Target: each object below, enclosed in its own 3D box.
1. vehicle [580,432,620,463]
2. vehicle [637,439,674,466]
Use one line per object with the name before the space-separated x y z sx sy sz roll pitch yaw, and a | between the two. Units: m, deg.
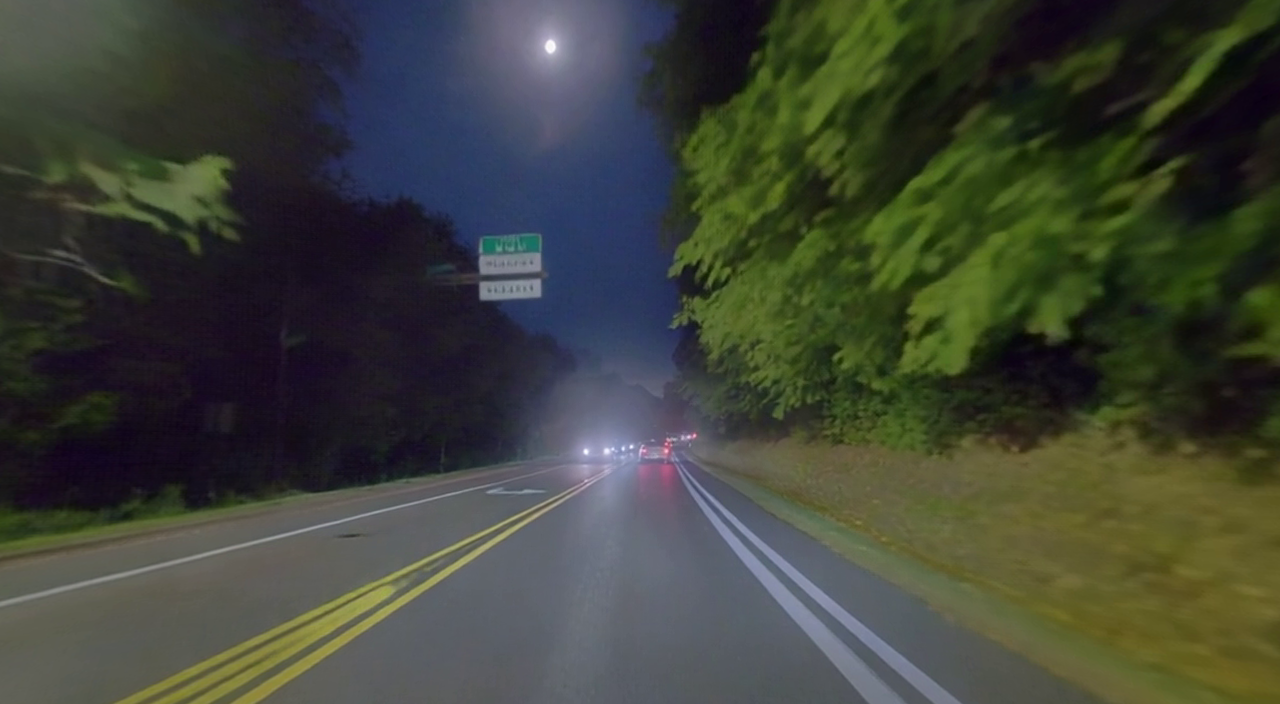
vehicle | -3.025 7.373 48.893 2.479 2.208 5.780 -1 -9 3
vehicle | 0.948 5.986 37.782 2.067 1.486 3.861 -1 -9 2
